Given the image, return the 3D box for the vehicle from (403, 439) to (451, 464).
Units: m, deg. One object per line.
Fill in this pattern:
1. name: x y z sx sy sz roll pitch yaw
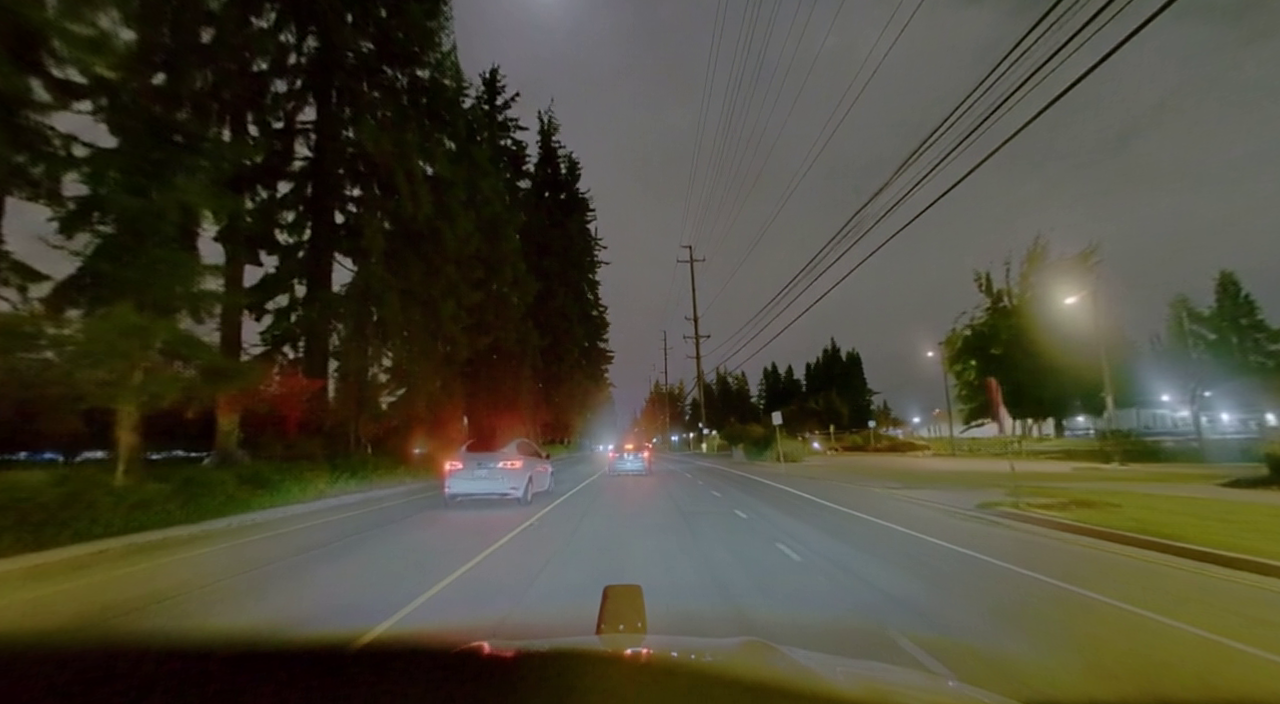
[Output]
1. vehicle: -16.181 7.574 47.980 2.061 1.772 4.501 0 -9 0

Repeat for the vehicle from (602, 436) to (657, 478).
1. vehicle: -0.374 4.071 24.583 1.991 1.463 3.988 0 -8 0
